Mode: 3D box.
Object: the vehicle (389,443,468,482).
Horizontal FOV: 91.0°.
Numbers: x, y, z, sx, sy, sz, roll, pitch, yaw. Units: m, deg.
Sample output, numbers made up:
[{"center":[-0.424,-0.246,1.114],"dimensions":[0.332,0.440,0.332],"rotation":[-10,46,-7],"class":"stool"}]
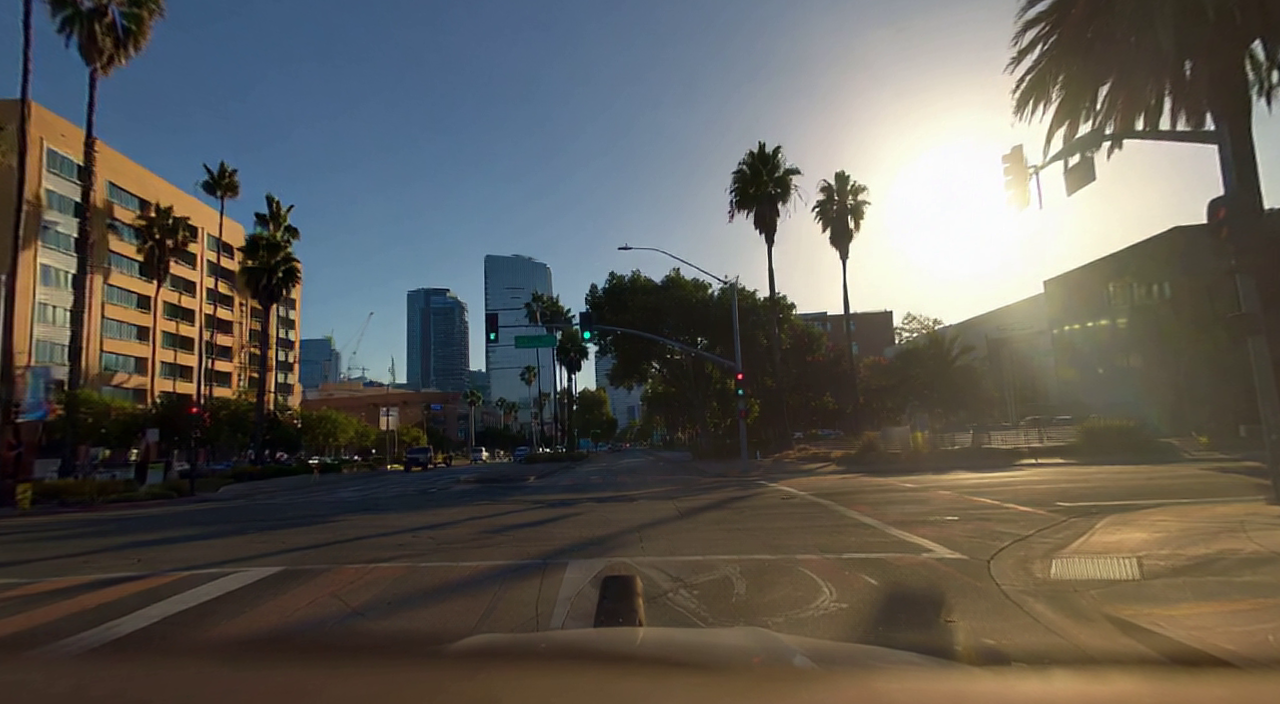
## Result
[{"center":[-10.732,5.606,32.361],"dimensions":[2.270,1.833,4.860],"rotation":[0,-9,1],"class":"vehicle"}]
